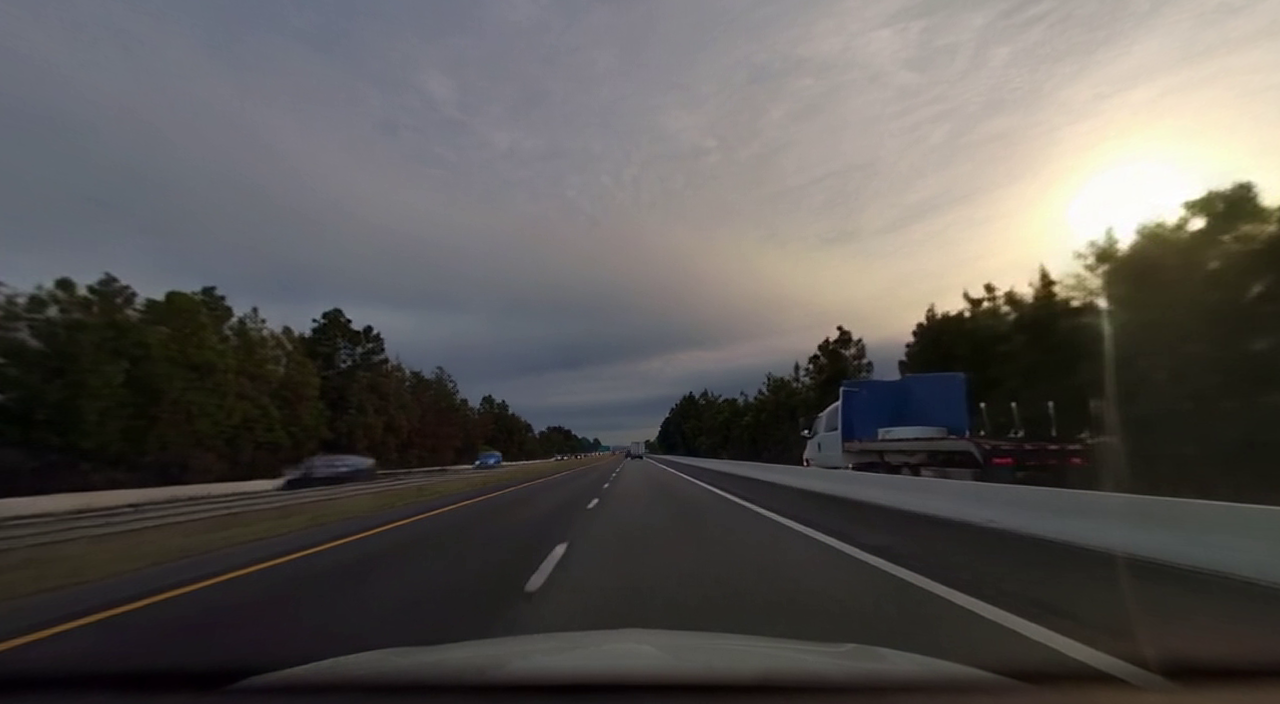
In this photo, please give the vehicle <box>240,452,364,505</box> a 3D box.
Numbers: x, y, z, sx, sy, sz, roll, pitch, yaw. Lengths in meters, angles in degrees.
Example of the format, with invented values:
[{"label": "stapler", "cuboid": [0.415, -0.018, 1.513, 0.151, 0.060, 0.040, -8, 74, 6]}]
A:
[{"label": "vehicle", "cuboid": [-11.776, 4.398, 22.376, 1.995, 1.643, 4.453, 0, -9, -1]}]
